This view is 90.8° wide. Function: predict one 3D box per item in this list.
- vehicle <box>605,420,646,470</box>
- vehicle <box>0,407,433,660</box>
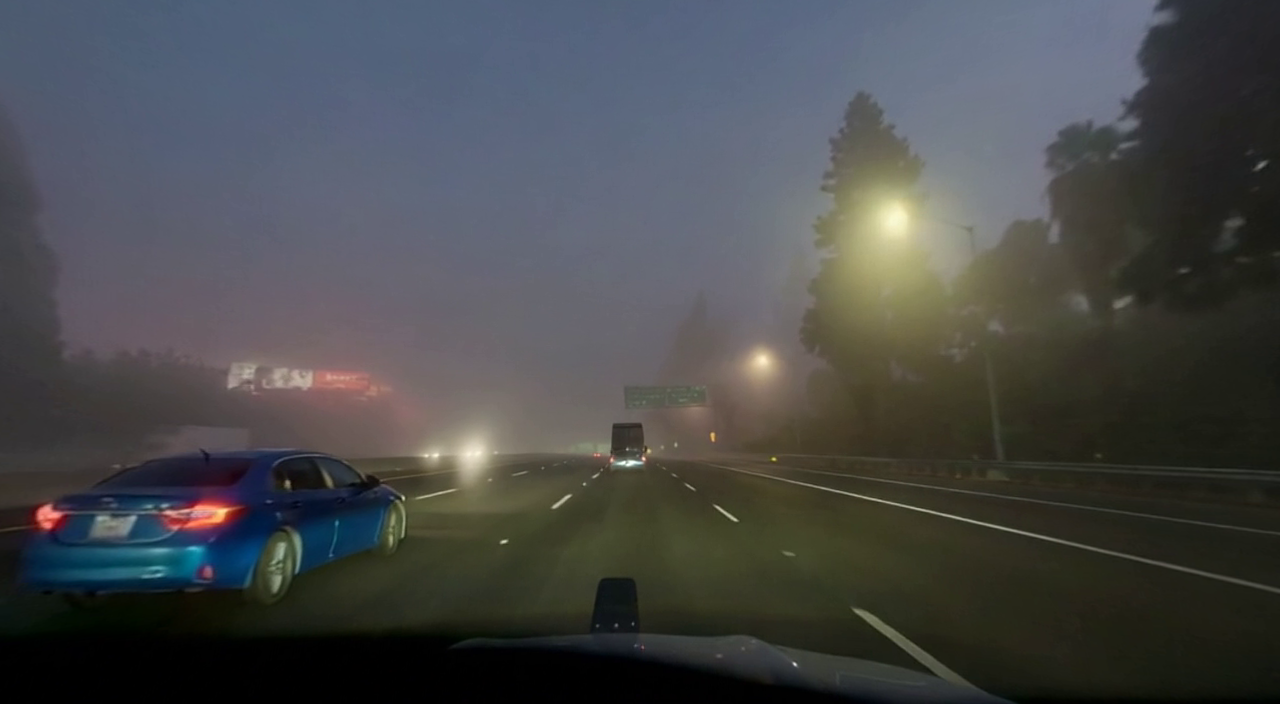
[{"bbox_3d":[-0.966,5.958,40.473,2.364,2.953,6.495,0,-9,-2],"label":"vehicle"},{"bbox_3d":[-3.983,1.525,6.544,2.021,1.598,4.887,0,-9,0],"label":"vehicle"}]
